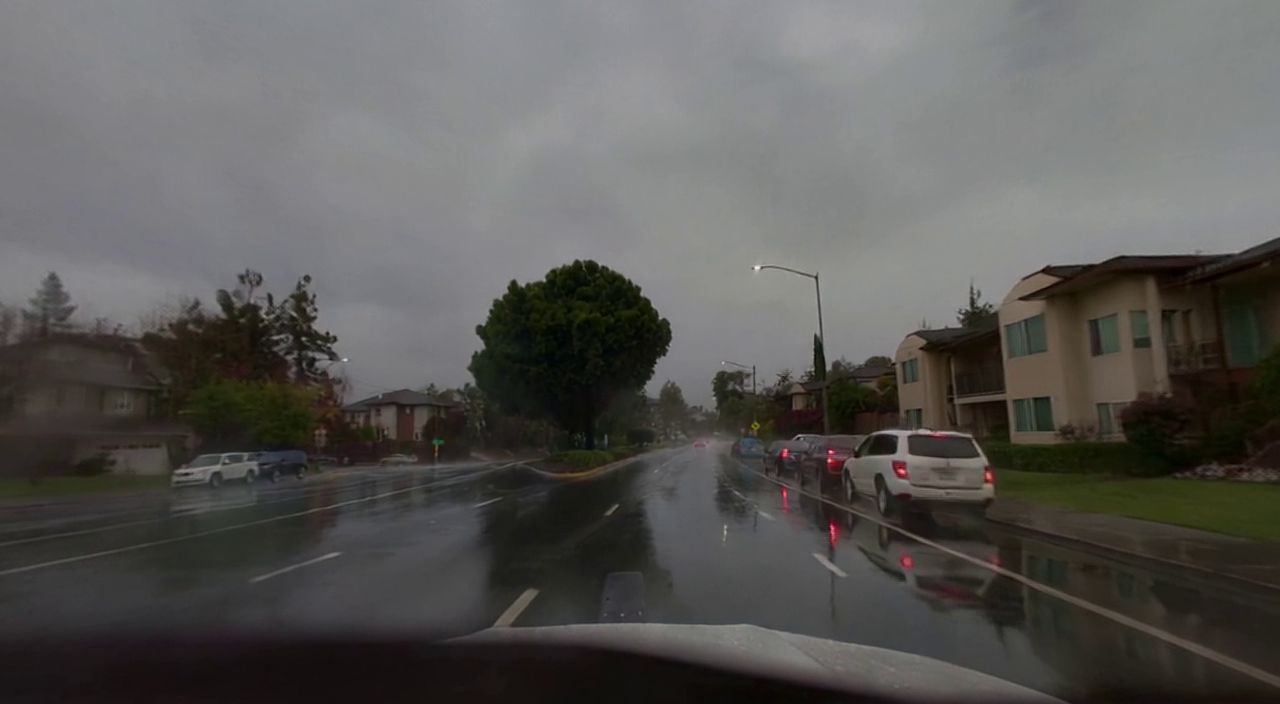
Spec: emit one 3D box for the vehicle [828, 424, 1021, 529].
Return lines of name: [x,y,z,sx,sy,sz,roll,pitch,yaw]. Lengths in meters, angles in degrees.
vehicle: [5.152,2.289,12.143,2.011,1.649,4.001,-1,-8,3]

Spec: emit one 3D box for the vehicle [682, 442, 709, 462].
vehicle: [4.402,7.801,49.484,2.011,1.480,4.170,-1,-8,6]

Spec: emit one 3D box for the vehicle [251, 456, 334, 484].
vehicle: [-20.789,7.061,37.968,1.909,1.451,4.757,-1,-8,6]

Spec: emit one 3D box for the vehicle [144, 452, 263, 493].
vehicle: [-21.651,5.954,31.620,2.060,1.814,5.097,-1,-8,4]
